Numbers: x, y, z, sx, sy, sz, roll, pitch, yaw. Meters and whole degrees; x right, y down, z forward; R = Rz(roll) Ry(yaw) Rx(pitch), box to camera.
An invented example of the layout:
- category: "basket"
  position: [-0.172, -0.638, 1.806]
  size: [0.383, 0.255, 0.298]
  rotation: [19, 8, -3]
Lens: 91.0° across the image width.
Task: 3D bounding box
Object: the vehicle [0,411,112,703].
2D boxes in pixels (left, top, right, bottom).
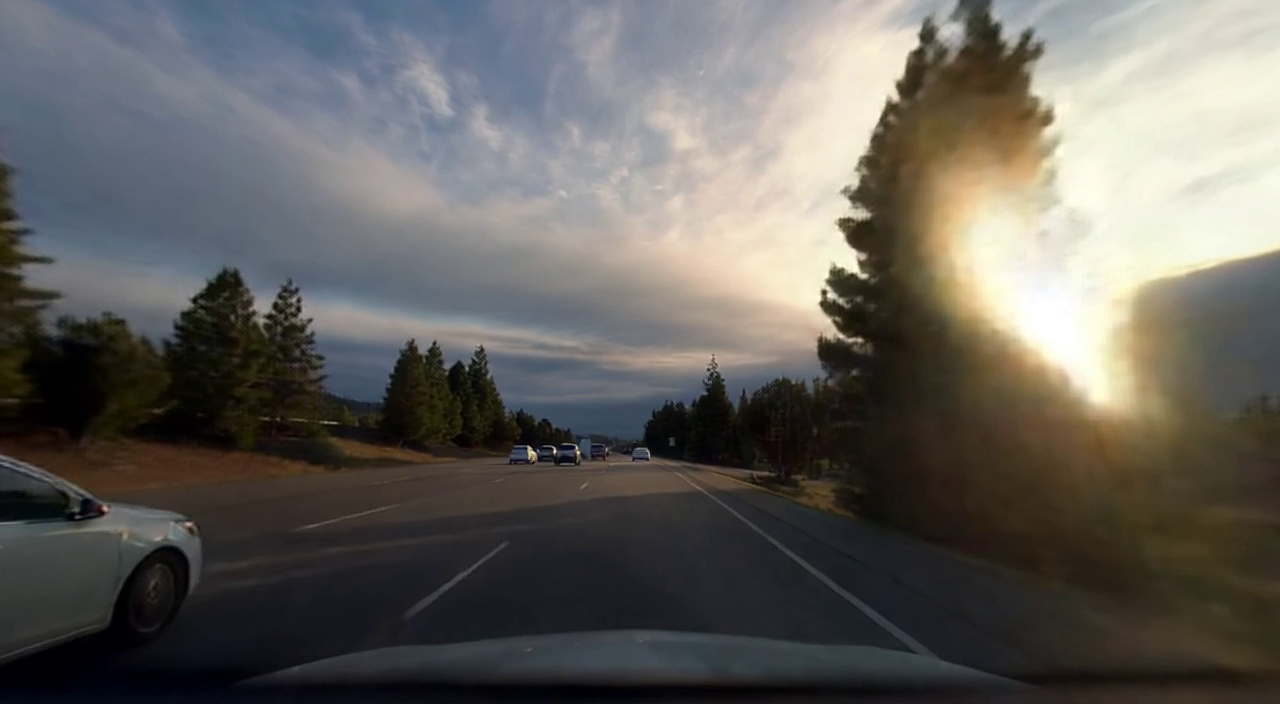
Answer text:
- category: "vehicle"
  position: [-3.770, 0.740, 1.001]
  size: [1.965, 1.485, 4.460]
  rotation: [0, -9, 0]

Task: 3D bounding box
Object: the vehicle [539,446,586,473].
- category: "vehicle"
  position: [-4.319, 6.112, 35.936]
  size: [2.120, 1.458, 4.031]
  rotation: [0, -9, 1]
